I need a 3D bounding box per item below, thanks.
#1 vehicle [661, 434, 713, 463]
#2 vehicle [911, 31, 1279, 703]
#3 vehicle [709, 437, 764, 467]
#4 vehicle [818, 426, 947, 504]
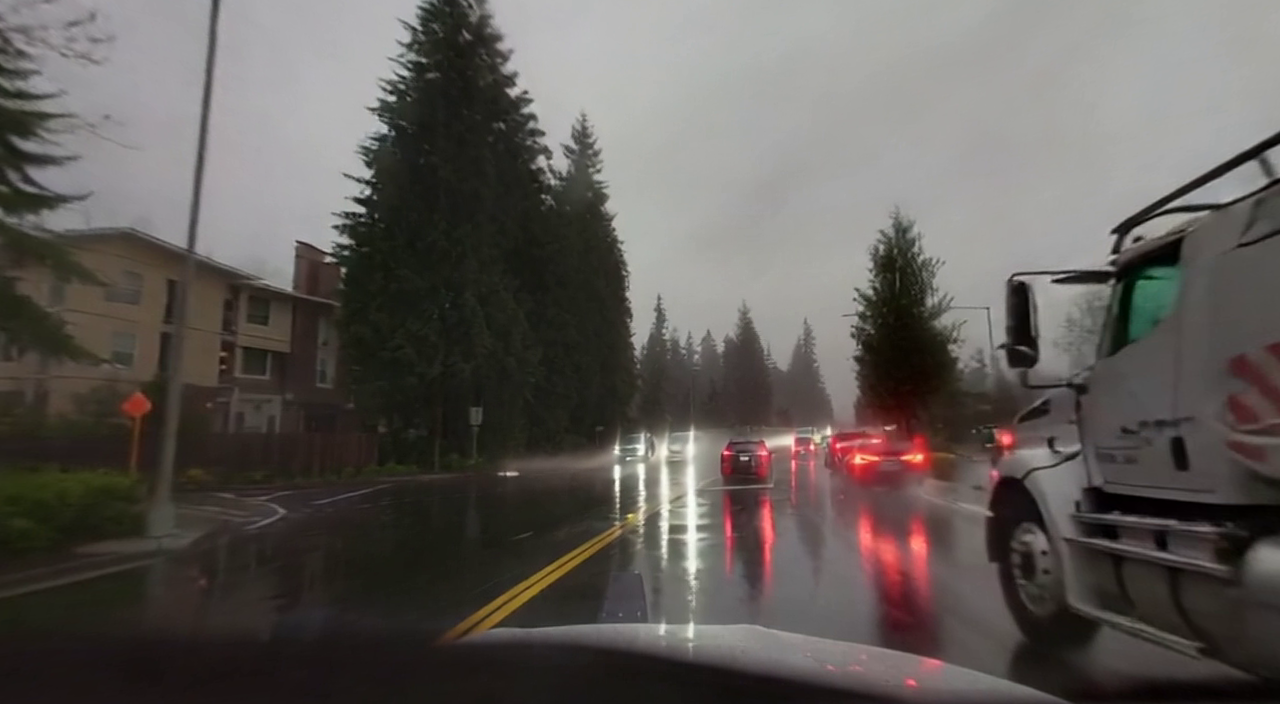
[{"bbox_3d":[3.126,6.633,43.358,1.997,1.853,4.654,3,-9,-17],"label":"vehicle"},{"bbox_3d":[3.528,0.309,1.839,3.098,2.601,6.758,-1,-6,6],"label":"vehicle"},{"bbox_3d":[5.334,5.603,35.478,1.716,1.583,3.770,2,-9,-13],"label":"vehicle"},{"bbox_3d":[6.211,2.921,16.723,2.030,1.774,3.884,0,-8,4],"label":"vehicle"}]
